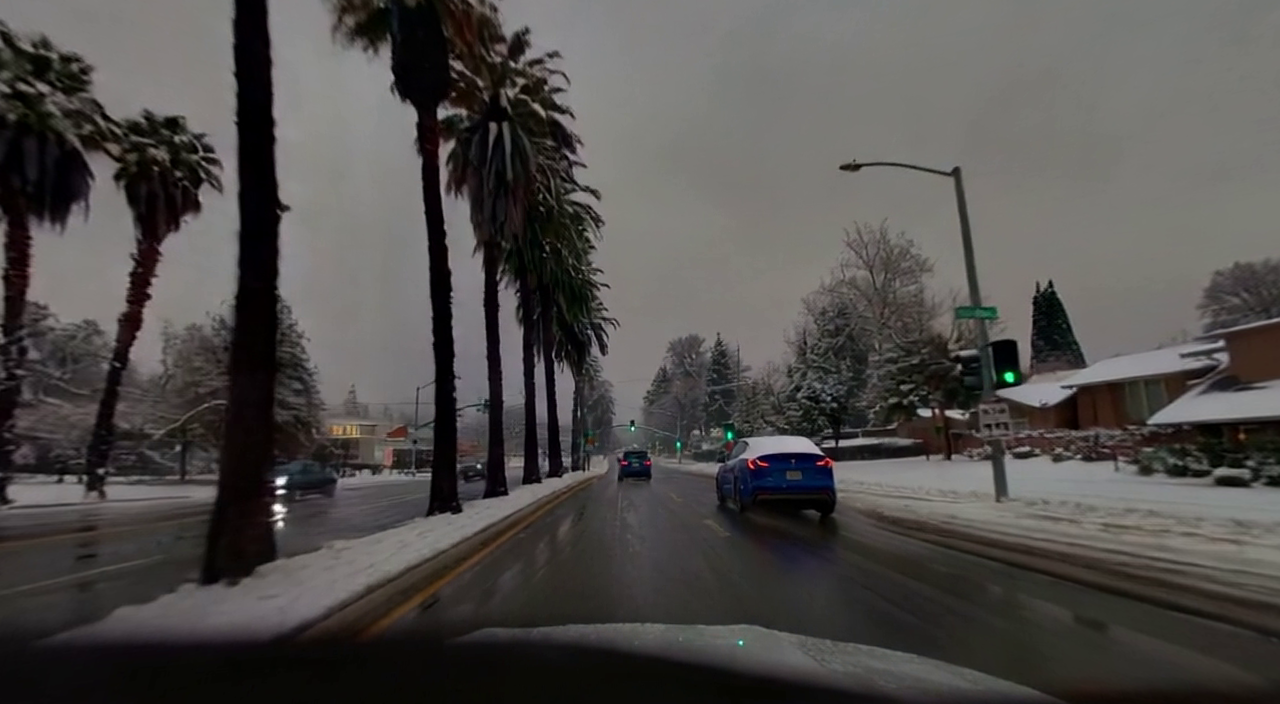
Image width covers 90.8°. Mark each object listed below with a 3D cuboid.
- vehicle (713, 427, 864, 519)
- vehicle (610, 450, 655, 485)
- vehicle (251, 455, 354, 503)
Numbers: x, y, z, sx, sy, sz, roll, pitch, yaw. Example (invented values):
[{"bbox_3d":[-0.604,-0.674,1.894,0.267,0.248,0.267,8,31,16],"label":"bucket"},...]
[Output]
[{"bbox_3d":[3.282,2.815,15.287,2.205,1.803,5.135,0,-8,-2],"label":"vehicle"},{"bbox_3d":[-0.462,6.294,34.739,2.341,1.709,4.466,0,-9,-2],"label":"vehicle"},{"bbox_3d":[-17.578,6.594,33.311,2.449,2.016,5.383,-4,-9,1],"label":"vehicle"}]
